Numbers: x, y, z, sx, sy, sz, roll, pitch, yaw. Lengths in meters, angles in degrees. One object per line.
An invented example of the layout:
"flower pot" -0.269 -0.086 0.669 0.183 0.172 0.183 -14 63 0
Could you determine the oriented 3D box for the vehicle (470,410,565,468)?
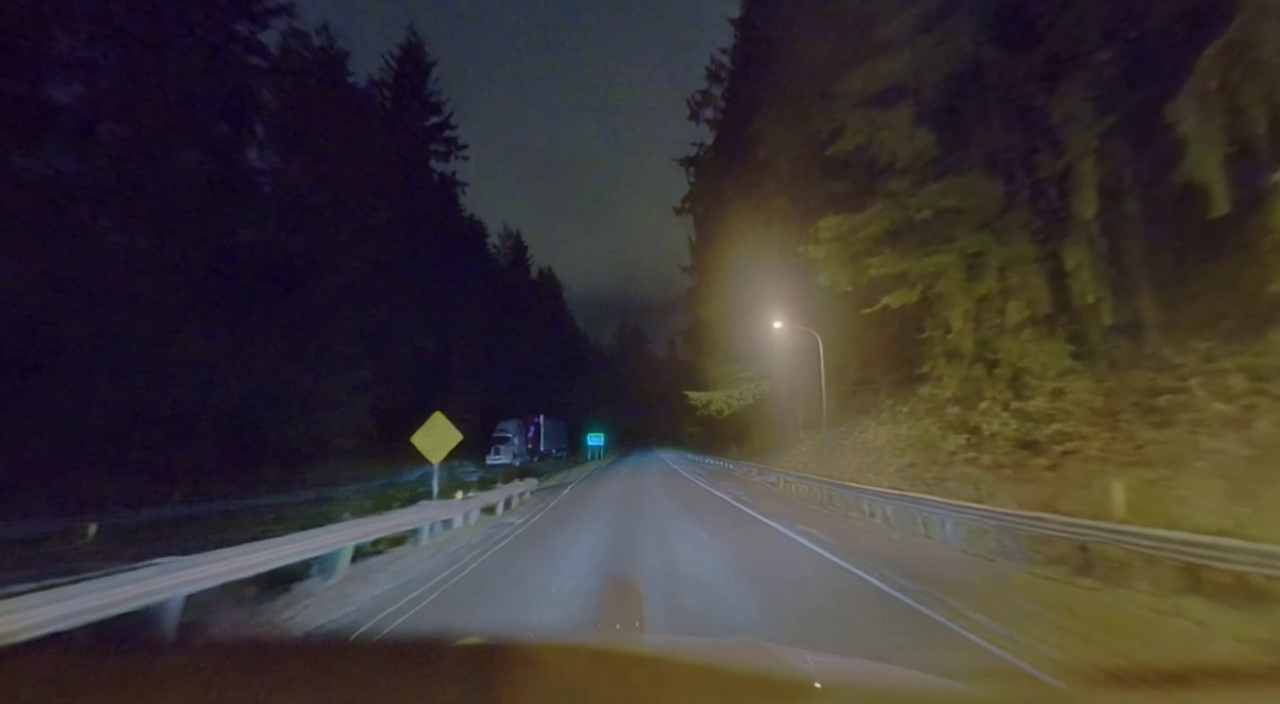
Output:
"vehicle" -9.132 6.875 48.580 5.596 3.130 8.972 -3 -14 -1
